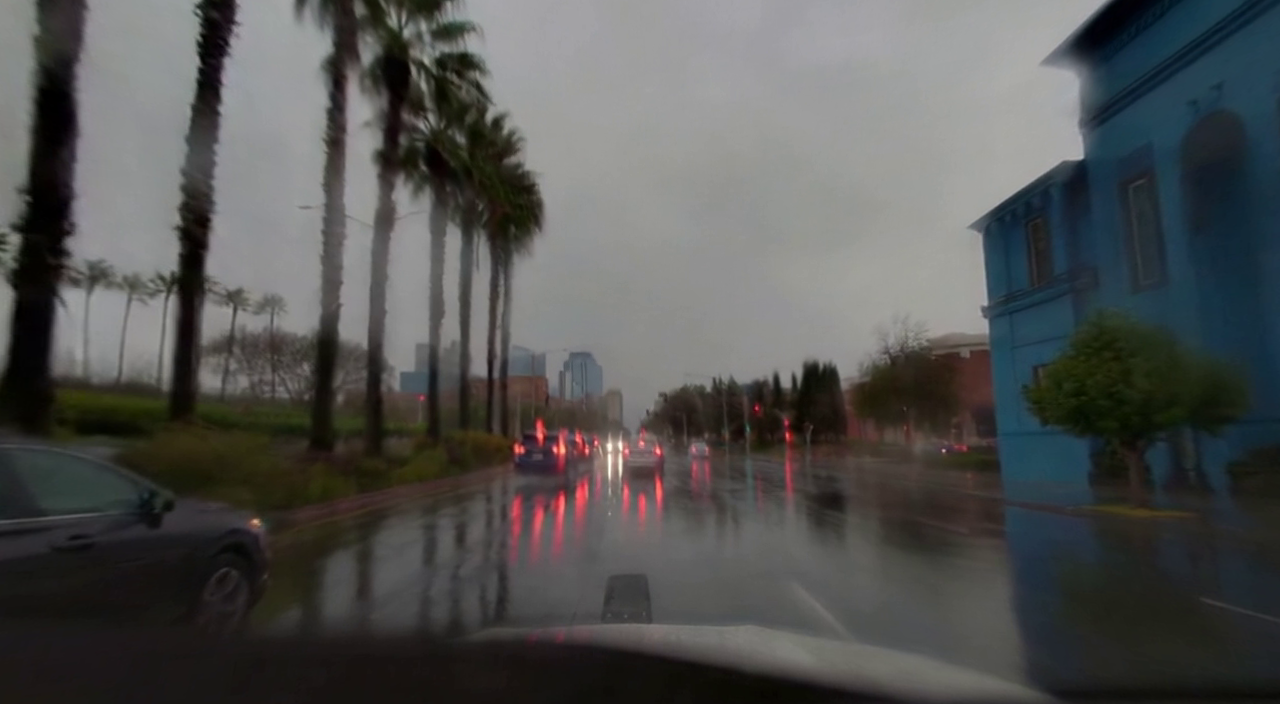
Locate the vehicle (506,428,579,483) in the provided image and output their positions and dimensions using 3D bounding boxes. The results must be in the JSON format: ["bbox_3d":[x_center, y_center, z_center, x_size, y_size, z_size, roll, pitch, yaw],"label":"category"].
[{"bbox_3d":[-3.308,3.616,22.163,1.914,1.741,4.398,0,-9,-1],"label":"vehicle"}]

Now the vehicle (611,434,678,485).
[{"bbox_3d":[0.133,3.709,22.018,2.114,1.585,4.285,0,-9,0],"label":"vehicle"}]

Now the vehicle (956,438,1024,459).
[{"bbox_3d":[25.685,7.092,46.346,3.914,1.427,1.779,-2,-8,1],"label":"vehicle"}]

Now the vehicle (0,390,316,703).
[{"bbox_3d":[-3.573,0.948,2.710,1.875,1.526,4.542,0,-9,1],"label":"vehicle"}]
